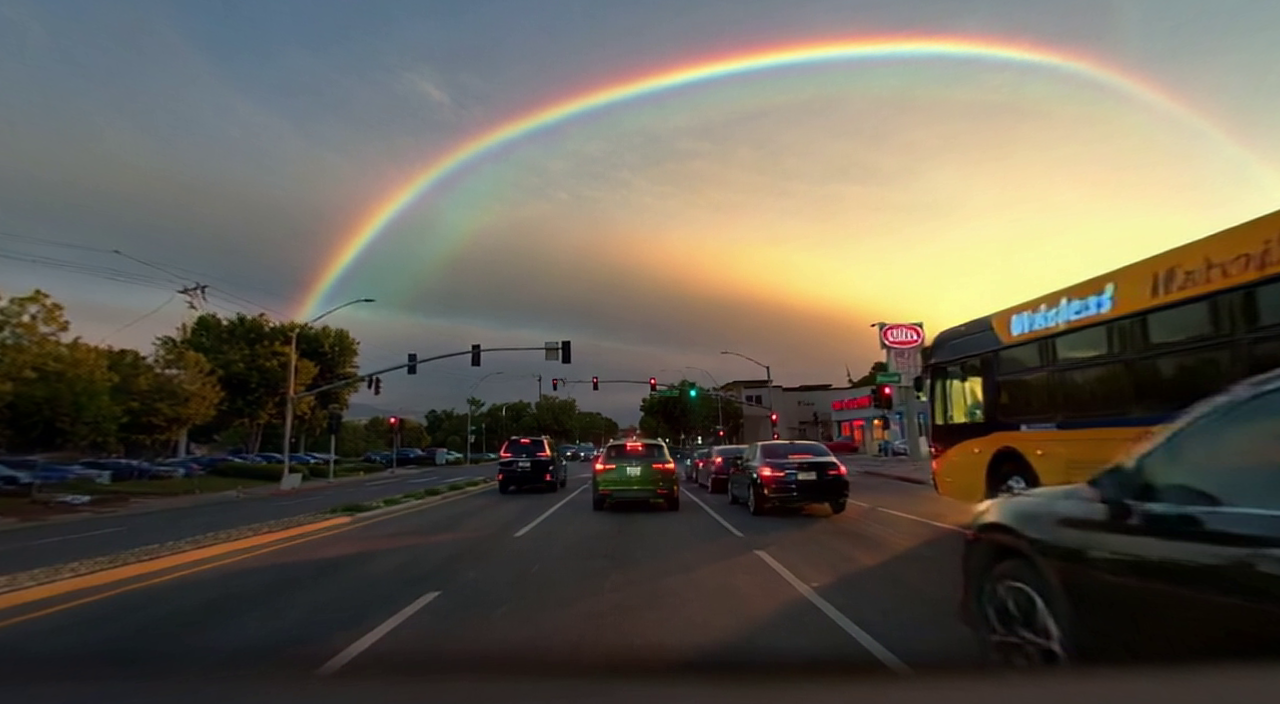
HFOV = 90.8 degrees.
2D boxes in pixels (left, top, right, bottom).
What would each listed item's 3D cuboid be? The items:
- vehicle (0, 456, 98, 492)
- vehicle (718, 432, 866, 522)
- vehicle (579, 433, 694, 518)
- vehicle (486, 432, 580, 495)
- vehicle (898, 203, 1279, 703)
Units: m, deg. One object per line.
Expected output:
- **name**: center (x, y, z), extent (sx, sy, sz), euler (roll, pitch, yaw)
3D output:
- **vehicle**: center (-28.110, 5.580, 29.029), extent (4.425, 1.545, 1.894), euler (4, -10, -27)
- **vehicle**: center (2.864, 2.451, 12.966), extent (1.922, 1.508, 4.330), euler (0, -9, 0)
- **vehicle**: center (-0.076, 2.534, 13.398), extent (2.071, 1.525, 3.723), euler (0, -9, 0)
- **vehicle**: center (-3.148, 3.399, 19.606), extent (2.180, 1.708, 4.397), euler (0, -9, 0)
- **vehicle**: center (3.030, 0.488, 1.228), extent (2.490, 1.951, 5.931), euler (0, -9, -1)
